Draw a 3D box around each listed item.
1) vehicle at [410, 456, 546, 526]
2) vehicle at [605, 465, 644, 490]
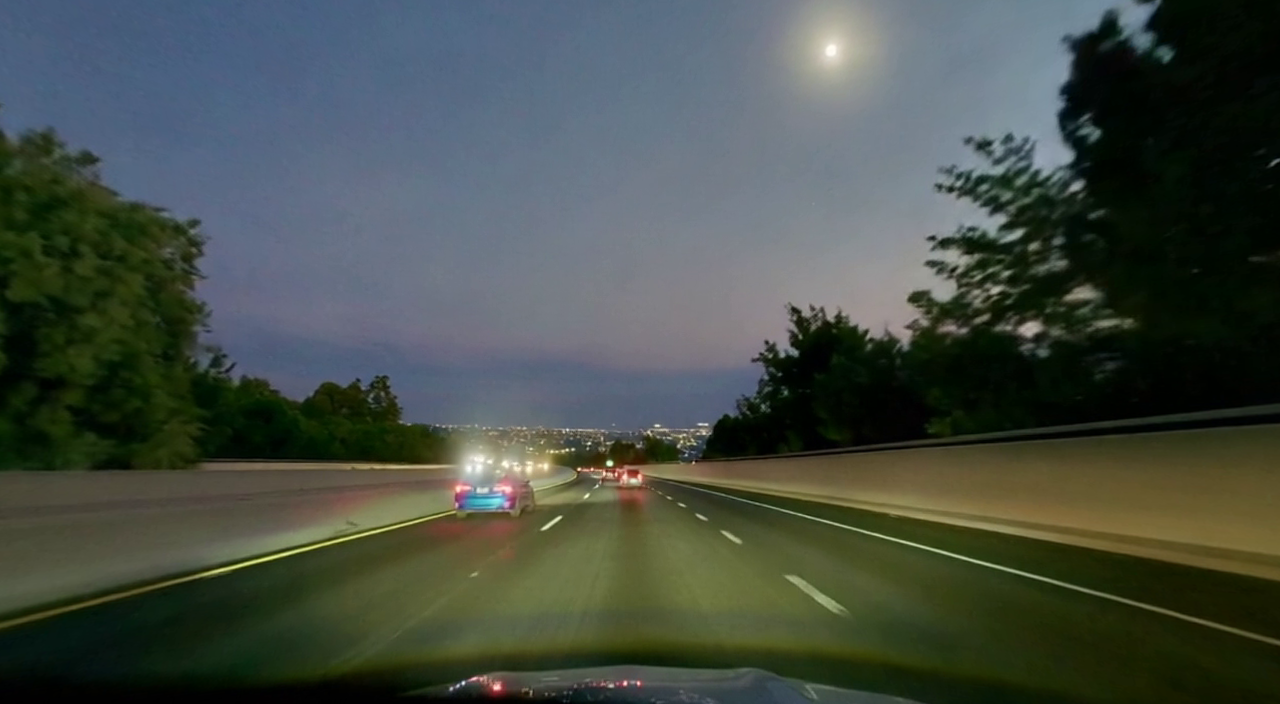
[{"bbox_3d":[-3.985,3.572,16.542,2.310,1.521,4.731,1,-11,0],"label":"vehicle"},{"bbox_3d":[-0.945,8.114,40.846,2.363,1.526,4.687,1,-11,0],"label":"vehicle"}]
